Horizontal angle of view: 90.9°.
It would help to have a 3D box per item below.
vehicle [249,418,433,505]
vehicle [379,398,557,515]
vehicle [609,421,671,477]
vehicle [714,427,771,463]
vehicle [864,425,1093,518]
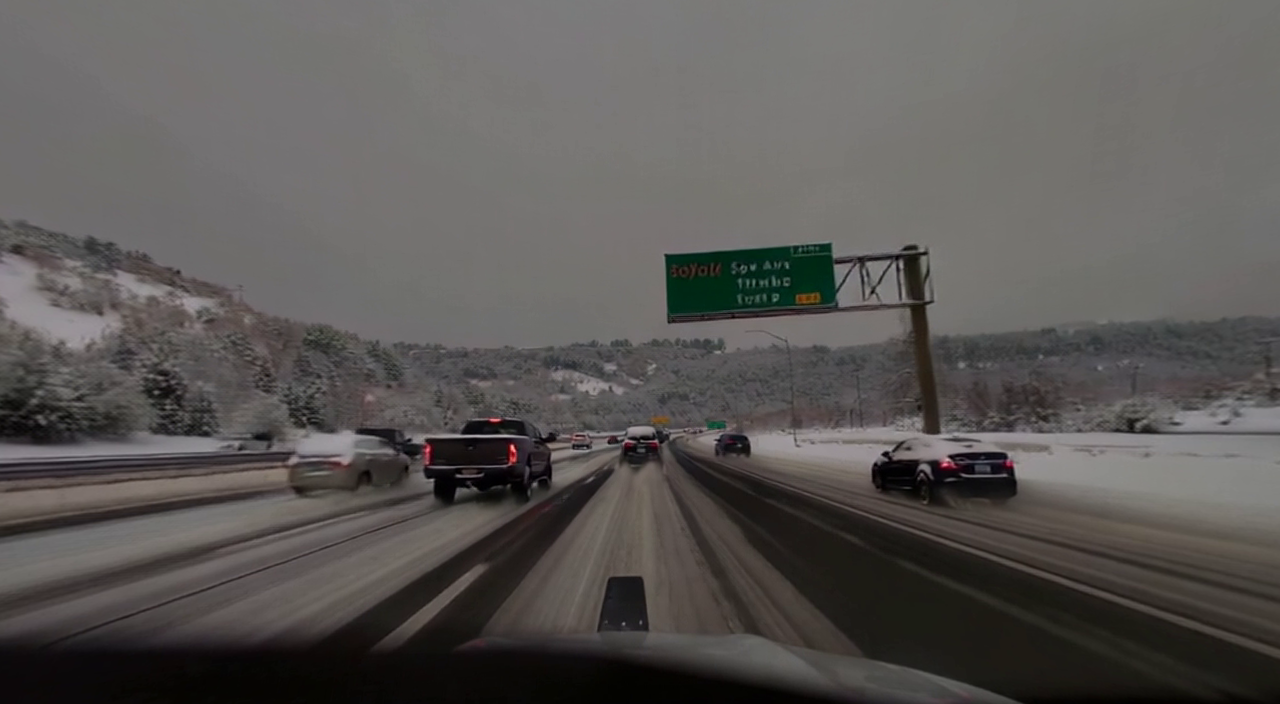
[{"bbox_3d":[-6.766,2.541,15.006,2.052,1.720,4.538,0,-8,1],"label":"vehicle"},{"bbox_3d":[-3.359,2.234,13.846,2.316,1.999,5.765,0,-8,-1],"label":"vehicle"},{"bbox_3d":[0.023,3.494,22.827,2.052,1.808,3.898,0,-8,1],"label":"vehicle"},{"bbox_3d":[5.334,4.935,33.402,2.067,1.775,4.372,0,-8,-3],"label":"vehicle"},{"bbox_3d":[6.195,2.227,12.285,1.998,1.456,4.338,0,-8,-1],"label":"vehicle"}]
